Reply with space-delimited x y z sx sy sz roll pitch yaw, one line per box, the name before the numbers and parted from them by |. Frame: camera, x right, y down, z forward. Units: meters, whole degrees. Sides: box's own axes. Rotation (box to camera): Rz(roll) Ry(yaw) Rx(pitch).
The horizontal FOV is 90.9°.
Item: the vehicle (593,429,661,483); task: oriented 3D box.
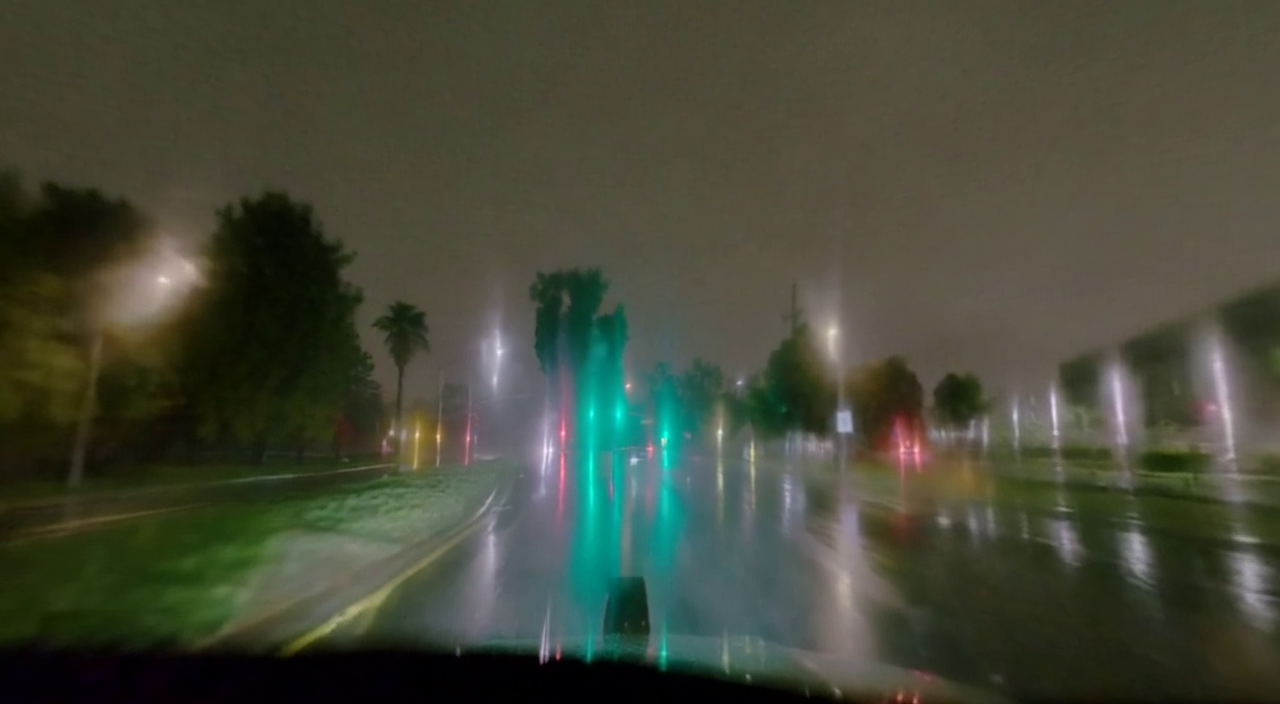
vehicle | -0.456 3.704 22.652 2.192 1.734 4.176 0 -8 -1
